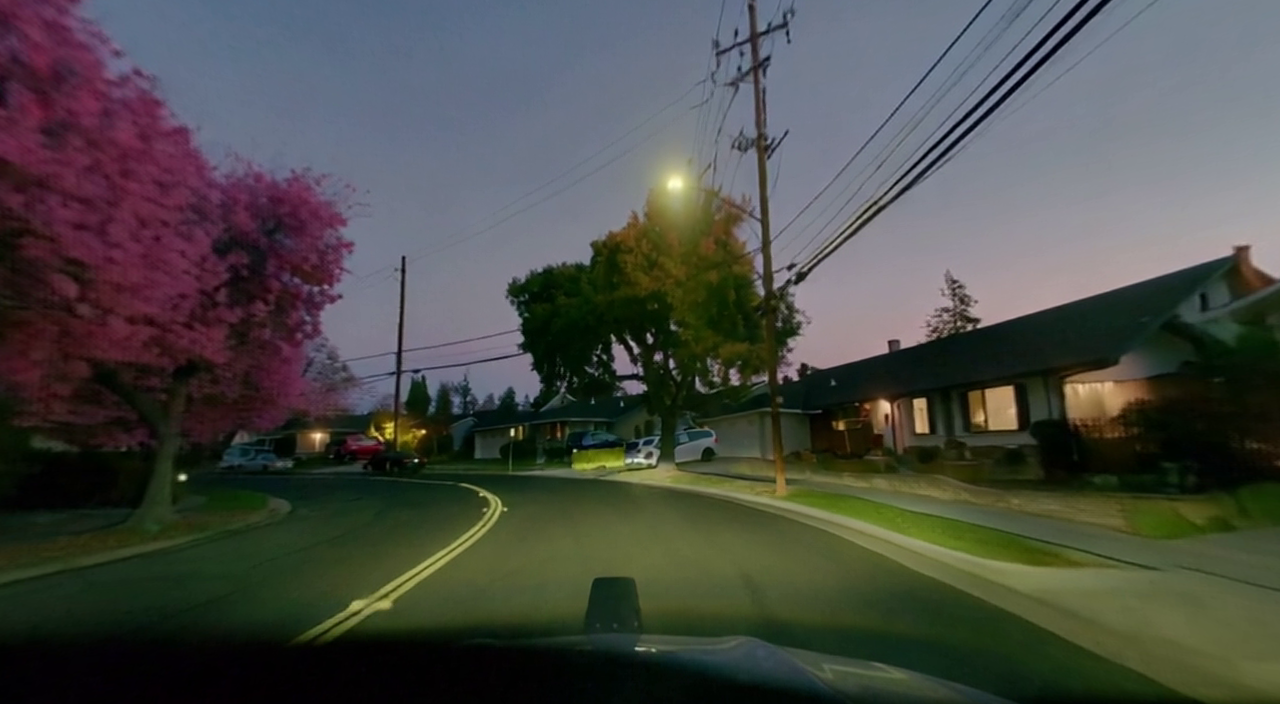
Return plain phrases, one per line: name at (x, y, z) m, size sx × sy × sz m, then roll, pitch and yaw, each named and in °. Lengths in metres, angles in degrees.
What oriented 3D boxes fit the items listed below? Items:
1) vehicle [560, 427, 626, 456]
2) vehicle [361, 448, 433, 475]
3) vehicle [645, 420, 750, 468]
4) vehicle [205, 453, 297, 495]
vehicle at (-3.076, 6.017, 42.249) m, size 2.043 × 1.819 × 4.476 m, roll -6°, pitch -10°, yaw 33°
vehicle at (-14.524, 6.492, 37.754) m, size 4.019 × 1.484 × 1.978 m, roll -6°, pitch -10°, yaw 33°
vehicle at (2.738, 4.325, 29.862) m, size 4.459 × 1.738 × 1.930 m, roll -2°, pitch -7°, yaw -28°
vehicle at (-17.134, 5.296, 27.773) m, size 3.897 × 1.493 × 1.942 m, roll -4°, pitch -7°, yaw 34°
